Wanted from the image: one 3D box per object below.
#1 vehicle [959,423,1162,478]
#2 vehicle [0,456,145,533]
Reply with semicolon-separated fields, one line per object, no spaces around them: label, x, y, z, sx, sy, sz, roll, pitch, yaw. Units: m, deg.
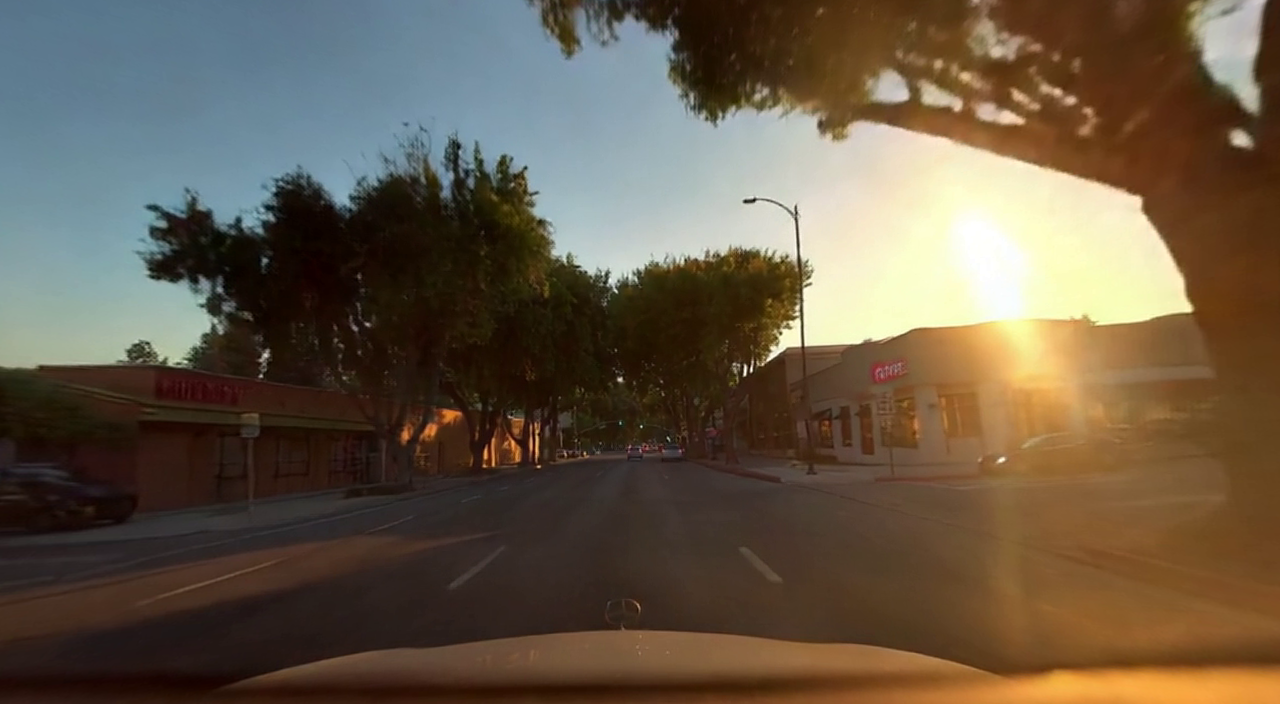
vehicle;11.967;2.850;18.270;4.404;1.445;1.844;-2;-9;7
vehicle;-15.977;3.573;16.077;4.870;1.762;2.152;-1;-8;0
